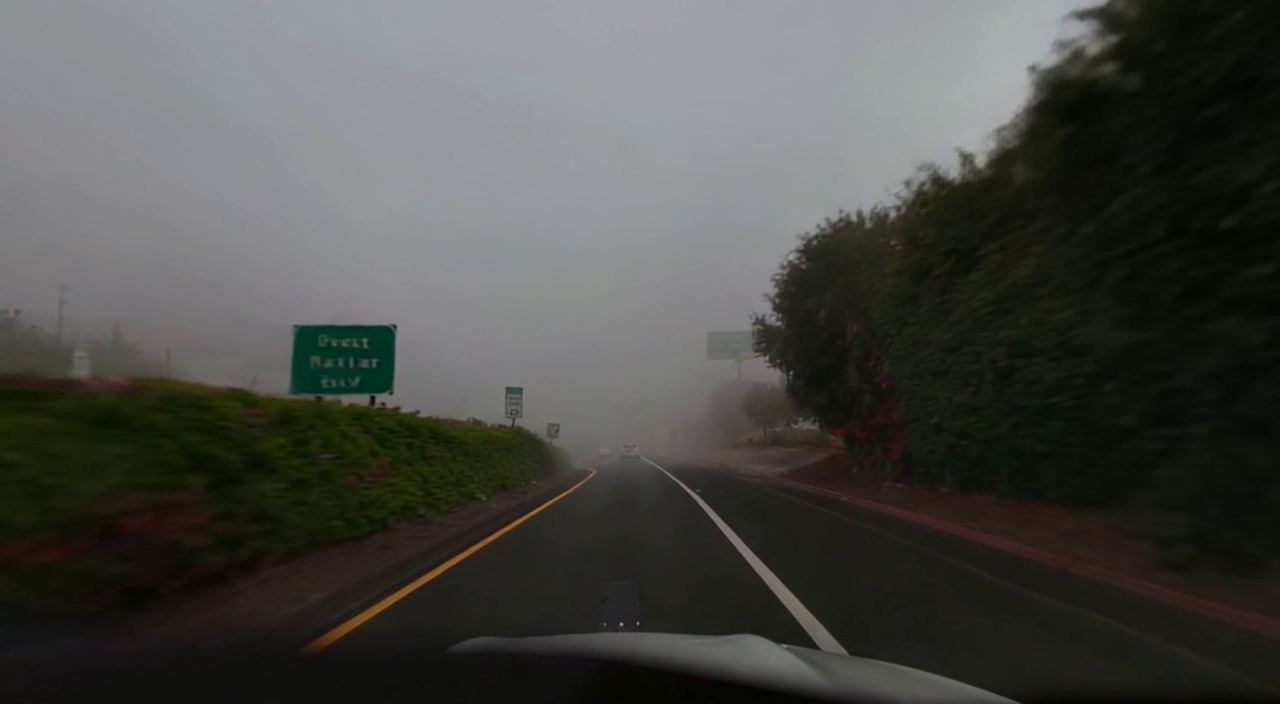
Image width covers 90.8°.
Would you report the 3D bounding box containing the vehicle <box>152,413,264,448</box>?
[{"bbox_3d":[-19.470,3.628,28.791,1.931,1.451,4.683,0,-8,-2],"label":"vehicle"}]
